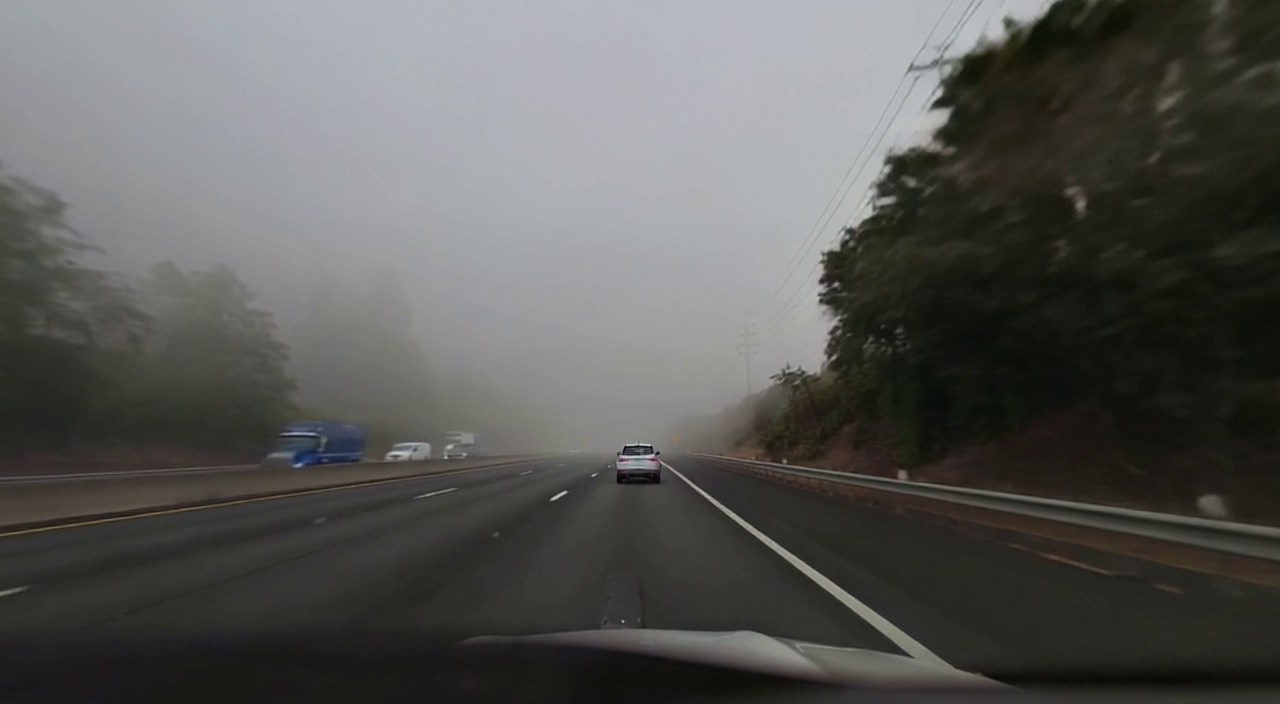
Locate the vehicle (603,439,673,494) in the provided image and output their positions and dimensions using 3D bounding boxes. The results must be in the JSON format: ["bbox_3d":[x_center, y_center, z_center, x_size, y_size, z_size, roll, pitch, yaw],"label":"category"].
[{"bbox_3d":[-0.076,3.511,19.712,1.966,1.499,4.298,0,-9,-1],"label":"vehicle"}]

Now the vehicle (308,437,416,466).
[{"bbox_3d":[-20.406,7.424,47.301,2.783,1.863,11.406,0,-8,1],"label":"vehicle"}]

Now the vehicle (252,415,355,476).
[{"bbox_3d":[-20.527,5.797,38.953,2.891,3.408,5.972,0,-9,1],"label":"vehicle"}]
